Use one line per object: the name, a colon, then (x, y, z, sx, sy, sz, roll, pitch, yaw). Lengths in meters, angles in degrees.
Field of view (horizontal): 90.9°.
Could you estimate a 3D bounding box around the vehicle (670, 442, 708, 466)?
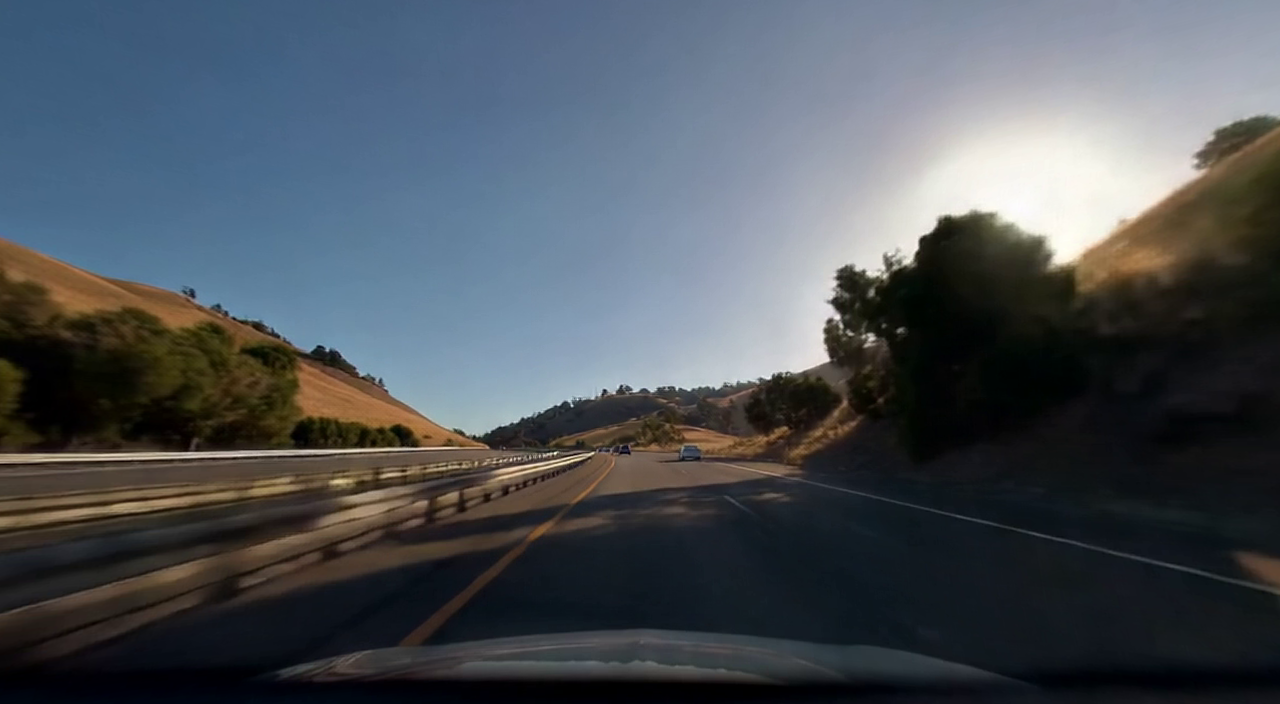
vehicle: (3.229, 6.834, 42.489, 1.960, 1.516, 4.657, 0, -8, -3)
